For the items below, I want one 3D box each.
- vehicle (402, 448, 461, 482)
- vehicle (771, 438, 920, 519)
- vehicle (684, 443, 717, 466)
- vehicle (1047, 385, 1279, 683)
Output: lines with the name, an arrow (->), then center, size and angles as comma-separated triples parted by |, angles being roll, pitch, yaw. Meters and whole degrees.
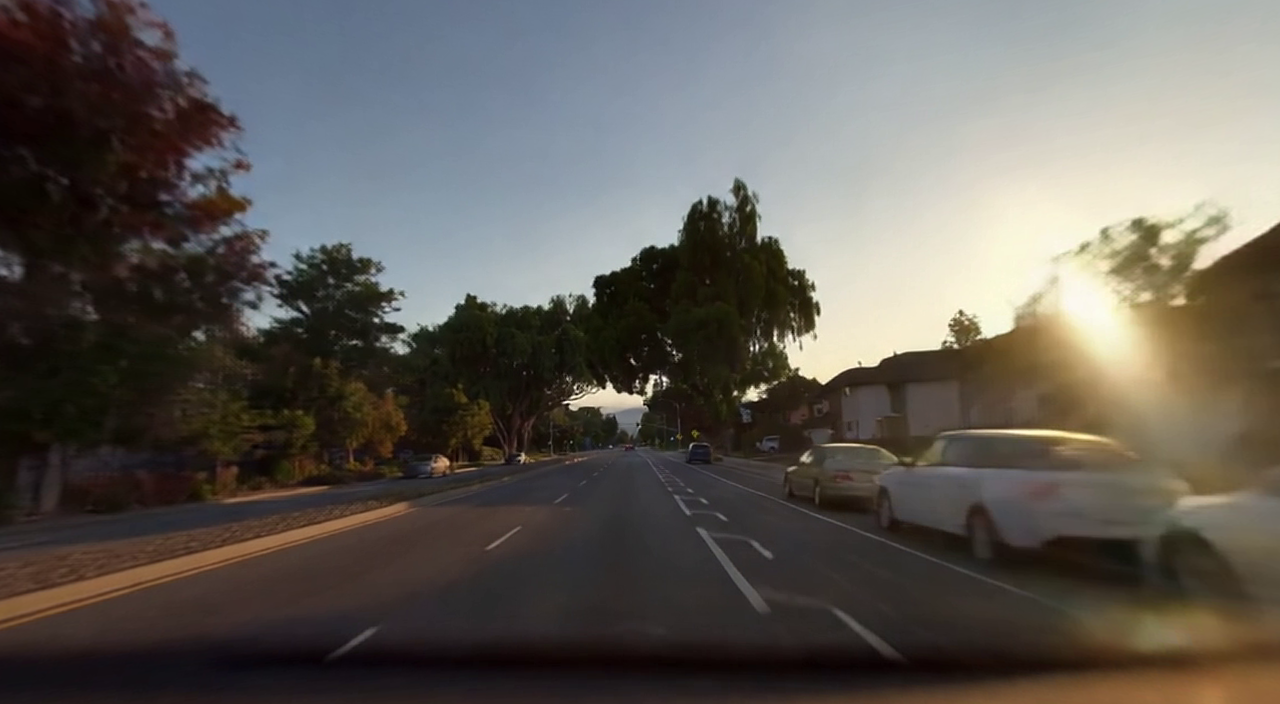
vehicle -> -12.477, 6.749, 38.154 | 2.034, 1.646, 4.808 | -5, -7, -2
vehicle -> 4.576, 2.865, 14.923 | 1.939, 1.561, 4.495 | 2, -8, -1
vehicle -> 4.371, 7.501, 46.221 | 2.000, 1.520, 4.943 | 0, -9, 0
vehicle -> 4.587, 0.960, 2.841 | 1.917, 1.664, 5.490 | 3, -9, 0
